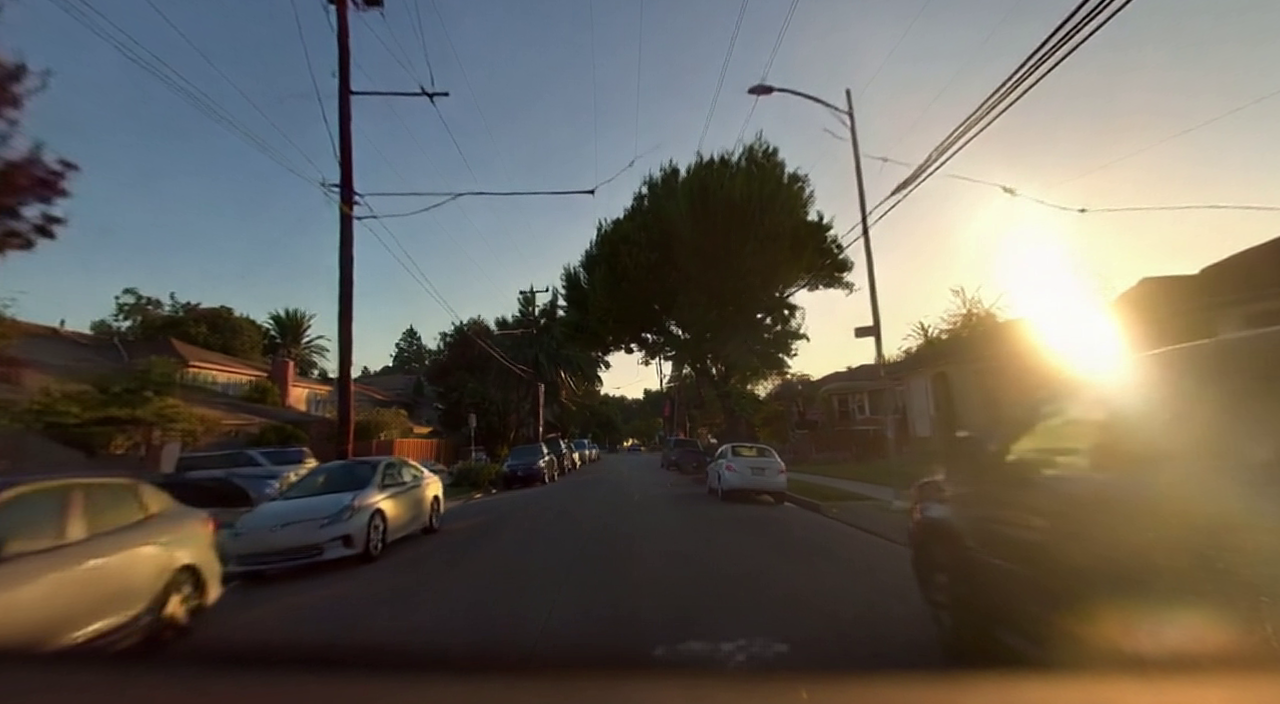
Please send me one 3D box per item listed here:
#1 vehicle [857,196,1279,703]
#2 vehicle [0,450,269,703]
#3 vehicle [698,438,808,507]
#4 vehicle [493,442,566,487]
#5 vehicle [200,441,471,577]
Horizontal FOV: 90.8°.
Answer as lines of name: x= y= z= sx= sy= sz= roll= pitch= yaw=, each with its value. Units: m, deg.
vehicle: x=2.895 y=0.658 z=2.308 sx=2.292 sy=1.981 sz=5.277 roll=0 pitch=-8 yaw=0
vehicle: x=-4.087 y=1.309 z=3.457 sx=1.782 sy=1.487 sz=3.974 roll=0 pitch=-8 yaw=-2
vehicle: x=2.628 y=2.901 z=15.644 sx=1.881 sy=1.460 sz=4.007 roll=0 pitch=-8 yaw=-1
vehicle: x=-4.373 y=4.516 z=25.830 sx=2.123 sy=1.636 sz=4.481 roll=0 pitch=-8 yaw=1
vehicle: x=-4.186 y=2.182 z=9.786 sx=1.814 sy=1.548 sz=4.802 roll=0 pitch=-8 yaw=0
